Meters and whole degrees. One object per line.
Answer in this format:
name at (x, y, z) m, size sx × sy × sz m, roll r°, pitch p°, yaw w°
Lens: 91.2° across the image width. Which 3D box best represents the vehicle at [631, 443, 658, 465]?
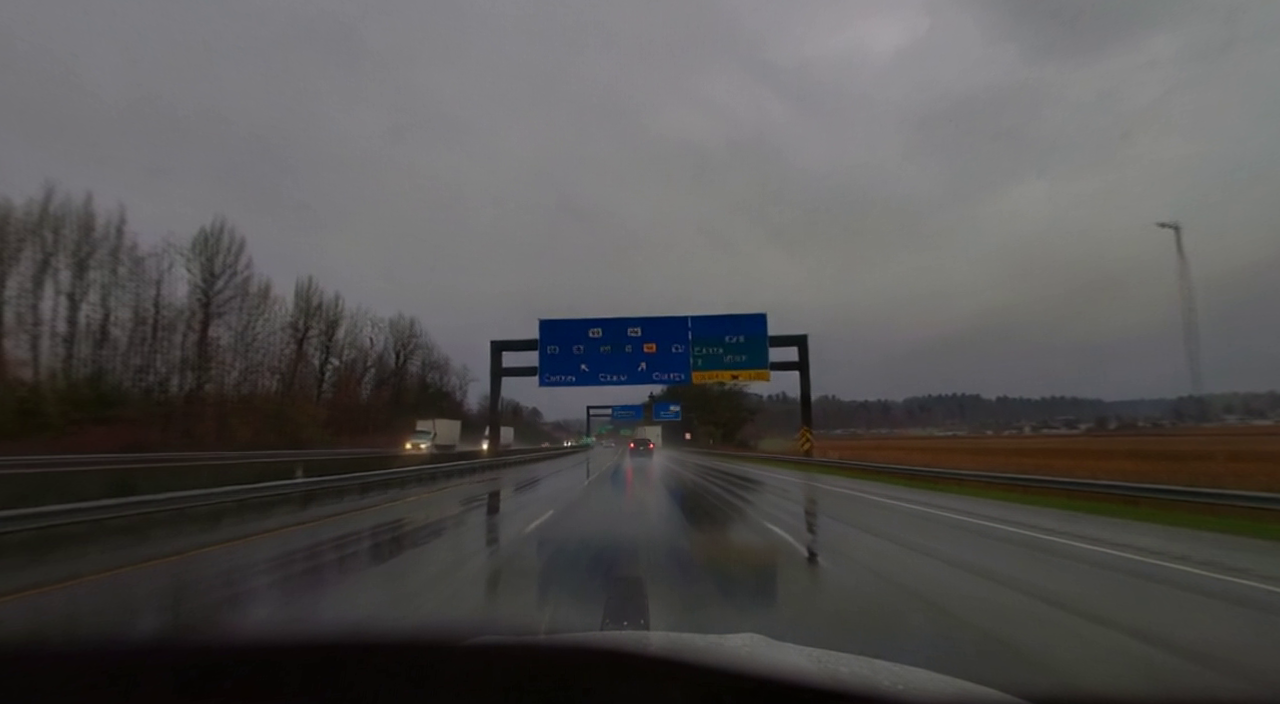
vehicle at (0.302, 7.139, 44.120) m, size 1.859 × 1.478 × 3.799 m, roll 0°, pitch -8°, yaw 0°
